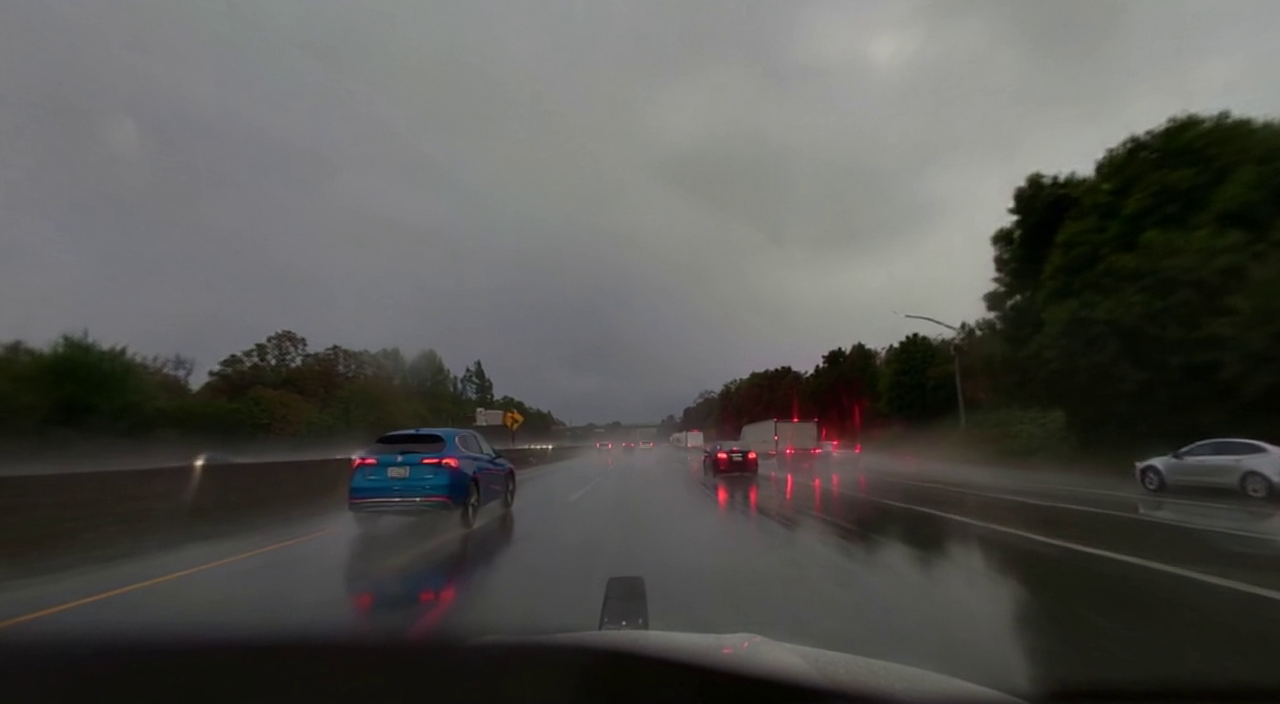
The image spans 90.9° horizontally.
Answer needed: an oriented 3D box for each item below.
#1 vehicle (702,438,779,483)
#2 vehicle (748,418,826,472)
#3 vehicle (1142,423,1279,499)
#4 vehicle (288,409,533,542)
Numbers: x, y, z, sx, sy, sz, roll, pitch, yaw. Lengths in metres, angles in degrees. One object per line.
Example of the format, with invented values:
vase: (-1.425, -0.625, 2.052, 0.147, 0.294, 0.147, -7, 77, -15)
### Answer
vehicle: (3.609, 4.010, 23.587, 2.080, 1.493, 4.674, 0, -9, -1)
vehicle: (7.664, 4.922, 33.479, 2.729, 2.628, 4.875, 0, -9, -2)
vehicle: (18.040, 3.096, 18.170, 2.221, 1.995, 5.803, 0, -9, -2)
vehicle: (-3.535, 2.057, 11.132, 2.218, 1.764, 5.229, 0, -9, 2)
